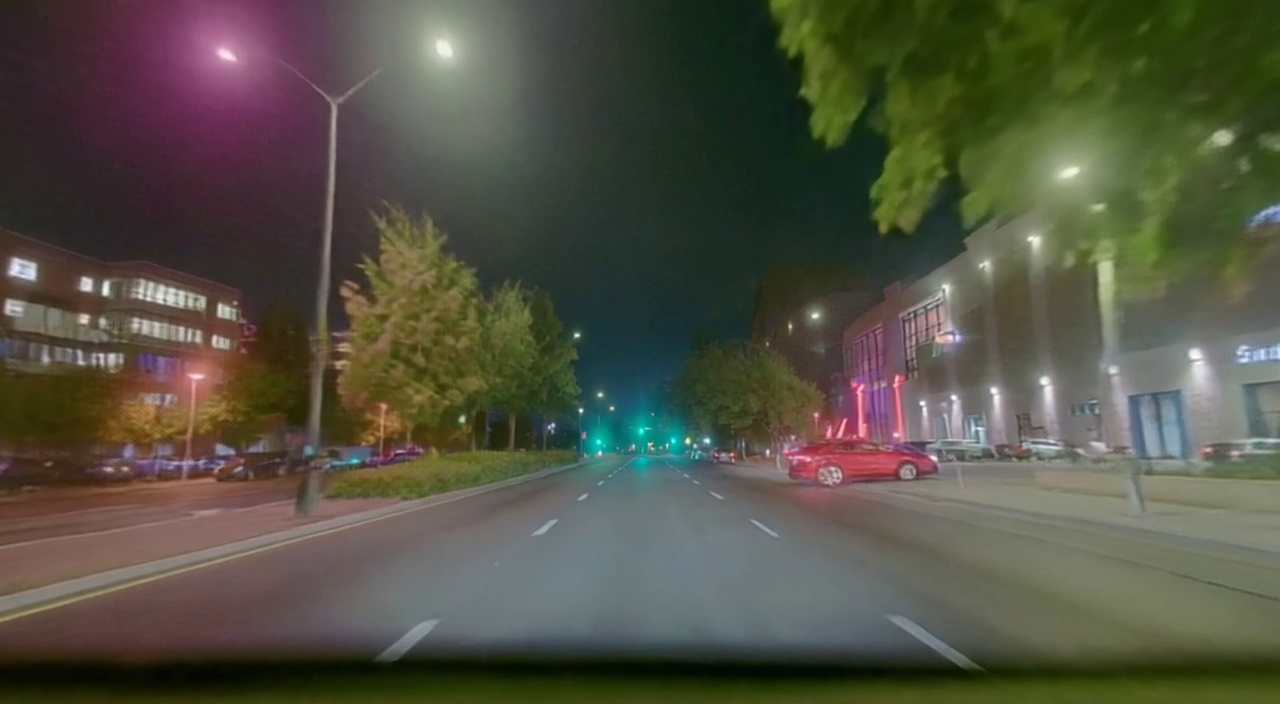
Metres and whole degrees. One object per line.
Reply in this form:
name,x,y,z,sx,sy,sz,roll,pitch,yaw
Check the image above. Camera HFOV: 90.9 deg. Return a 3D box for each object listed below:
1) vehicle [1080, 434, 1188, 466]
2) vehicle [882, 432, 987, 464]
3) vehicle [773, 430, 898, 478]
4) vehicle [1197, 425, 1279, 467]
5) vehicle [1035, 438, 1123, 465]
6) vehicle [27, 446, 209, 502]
vehicle,29.342,5.827,37.571,4.641,1.816,1.954,0,-8,2
vehicle,16.803,5.522,36.170,4.897,1.739,2.259,-1,-8,2
vehicle,9.200,4.804,29.828,5.329,2.114,2.325,-3,-9,18
vehicle,29.512,4.416,29.693,4.457,1.898,2.074,0,-8,0
vehicle,29.824,6.760,42.922,4.342,1.713,2.036,-1,-8,2
vehicle,-19.175,4.444,23.600,2.317,1.830,5.142,0,-8,1
